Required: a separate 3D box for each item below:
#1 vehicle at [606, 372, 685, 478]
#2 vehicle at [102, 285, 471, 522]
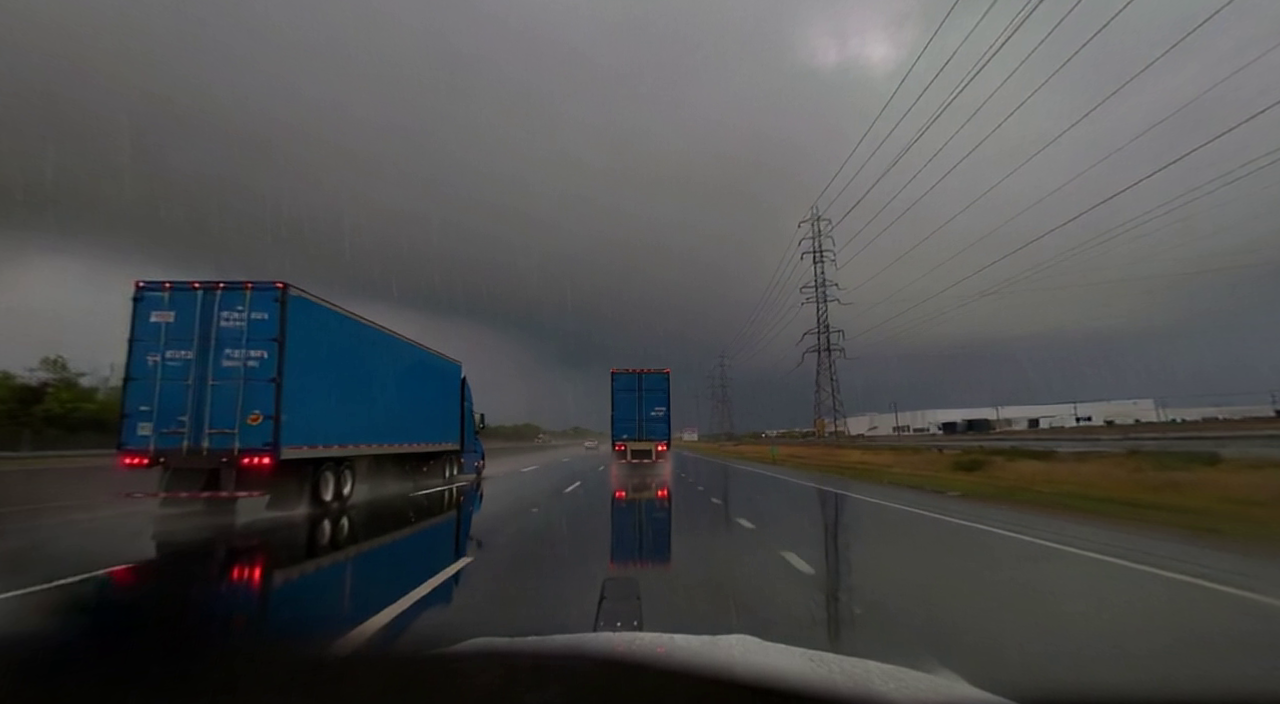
[{"bbox_3d":[0.120,3.407,28.247,2.858,3.847,10.034,0,-8,-1],"label":"vehicle"},{"bbox_3d":[-7.371,1.620,16.192,2.937,3.981,11.119,-1,-8,0],"label":"vehicle"}]
